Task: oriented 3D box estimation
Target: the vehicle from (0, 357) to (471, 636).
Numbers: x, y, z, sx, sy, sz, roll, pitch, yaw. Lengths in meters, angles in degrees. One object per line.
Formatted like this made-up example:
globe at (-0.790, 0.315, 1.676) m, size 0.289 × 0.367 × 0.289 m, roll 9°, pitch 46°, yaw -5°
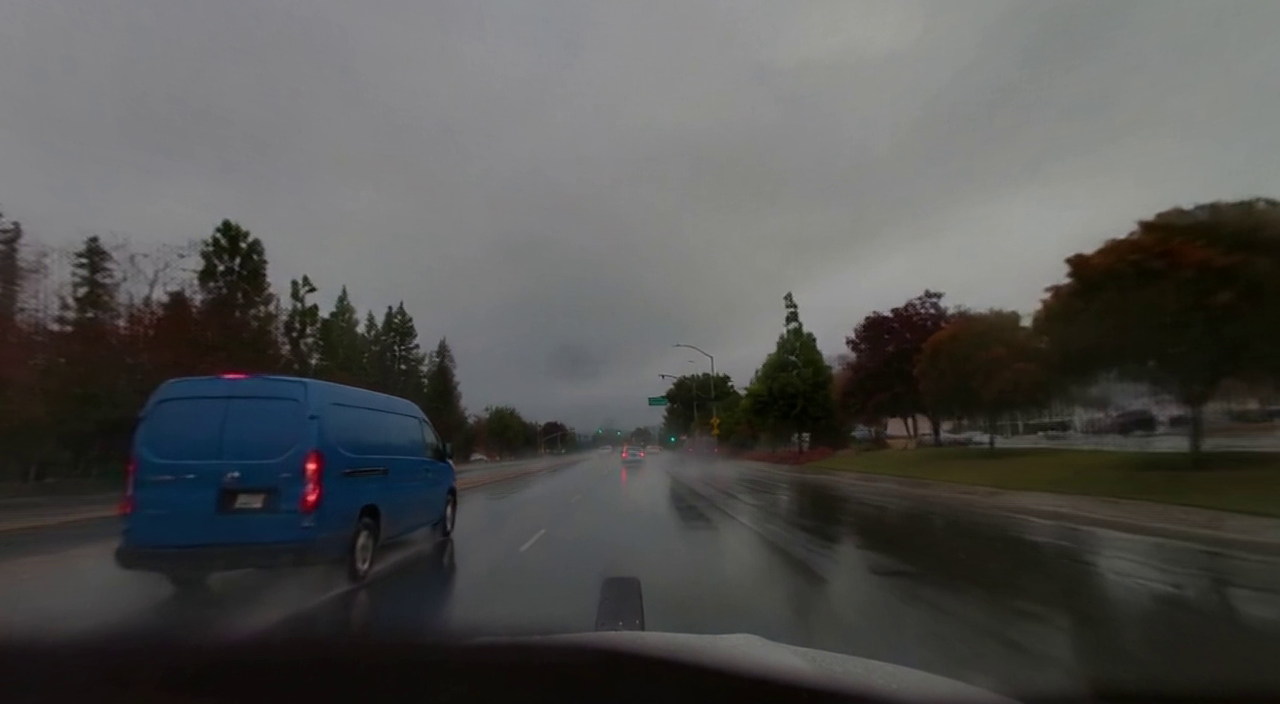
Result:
vehicle at (-3.478, 1.310, 6.657) m, size 2.075 × 1.863 × 4.744 m, roll 0°, pitch -9°, yaw 0°

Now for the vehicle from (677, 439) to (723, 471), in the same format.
vehicle at (3.480, 6.092, 37.554) m, size 2.181 × 1.781 × 4.257 m, roll 0°, pitch -9°, yaw -2°

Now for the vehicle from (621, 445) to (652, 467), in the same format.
vehicle at (-0.289, 7.267, 44.272) m, size 2.039 × 1.455 × 3.826 m, roll 0°, pitch -9°, yaw -1°
